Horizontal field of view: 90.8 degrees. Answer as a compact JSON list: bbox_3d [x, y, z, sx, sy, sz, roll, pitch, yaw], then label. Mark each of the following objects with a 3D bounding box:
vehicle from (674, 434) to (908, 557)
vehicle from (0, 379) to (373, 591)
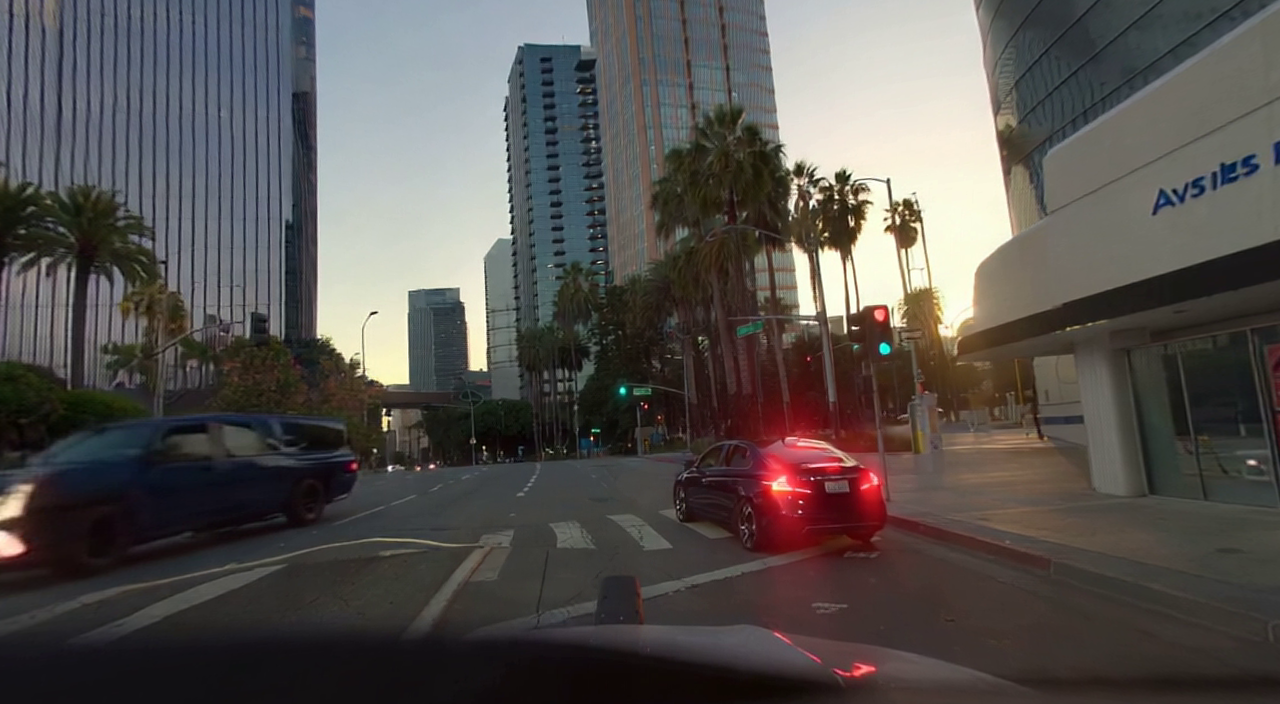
[{"bbox_3d":[1.999,2.087,10.107,2.090,1.466,4.676,1,-8,-7],"label":"vehicle"},{"bbox_3d":[-6.130,1.653,8.791,2.190,1.964,5.614,-1,-8,2],"label":"vehicle"}]
